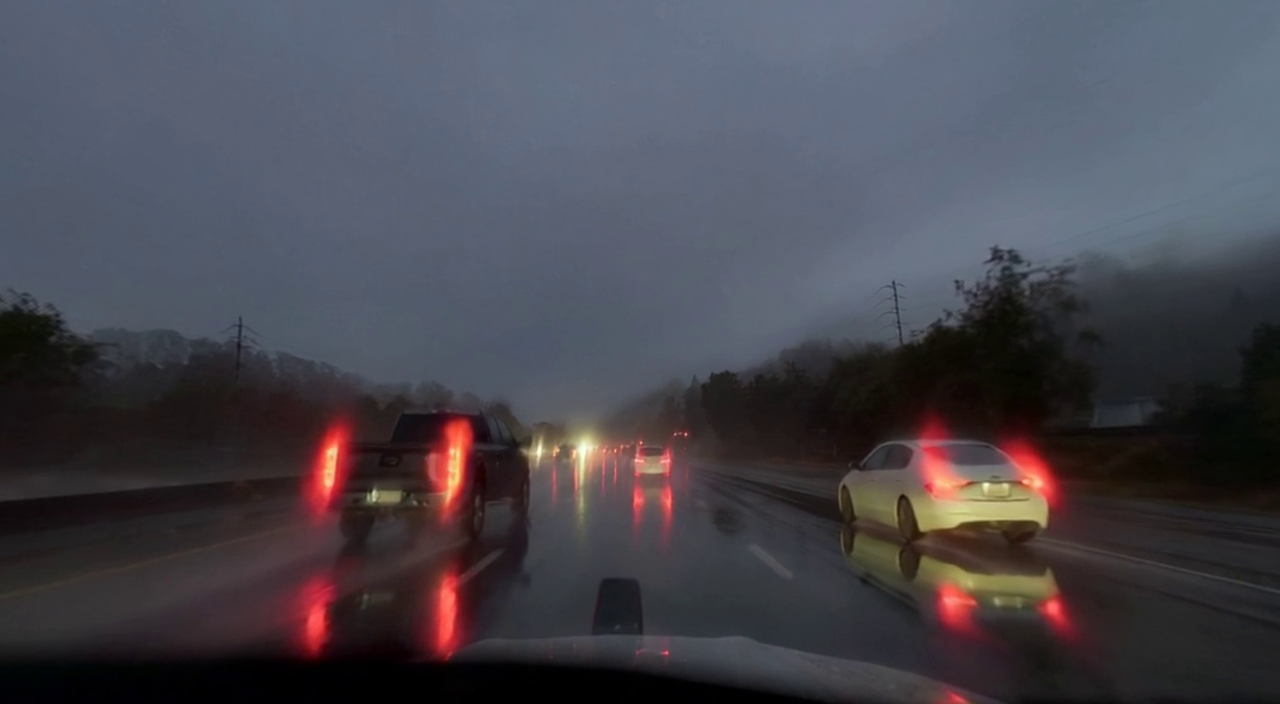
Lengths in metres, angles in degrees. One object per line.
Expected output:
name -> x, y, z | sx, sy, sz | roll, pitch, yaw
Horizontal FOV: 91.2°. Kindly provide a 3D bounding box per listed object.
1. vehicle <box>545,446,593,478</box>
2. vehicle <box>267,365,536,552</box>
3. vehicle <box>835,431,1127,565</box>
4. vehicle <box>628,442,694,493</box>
vehicle -> -3.561, 5.580, 32.149 | 1.940, 1.502, 4.463 | 0, -9, 0
vehicle -> -3.655, 1.863, 11.382 | 2.523, 2.458, 6.022 | 0, -9, 0
vehicle -> 4.533, 1.985, 9.228 | 1.961, 1.491, 4.035 | 0, -9, -1
vehicle -> 0.606, 3.855, 21.330 | 2.015, 1.526, 4.286 | 0, -9, -1
